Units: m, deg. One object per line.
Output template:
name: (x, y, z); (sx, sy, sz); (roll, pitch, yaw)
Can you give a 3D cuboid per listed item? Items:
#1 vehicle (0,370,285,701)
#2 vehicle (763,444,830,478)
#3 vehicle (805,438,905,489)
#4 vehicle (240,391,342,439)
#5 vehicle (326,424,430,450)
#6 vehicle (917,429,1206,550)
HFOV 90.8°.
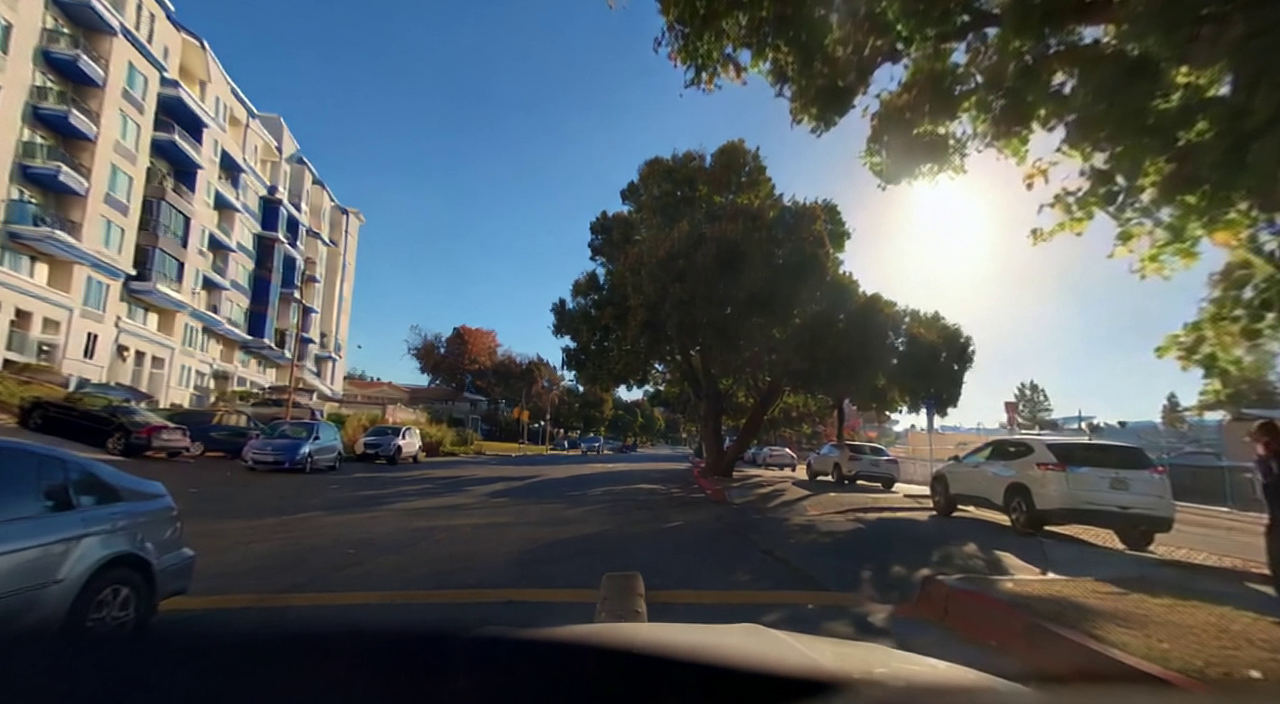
vehicle: (-4.545, 1.034, 3.772); (2.285, 1.712, 5.200); (1, -8, -6)
vehicle: (7.932, 5.555, 32.534); (2.122, 1.554, 4.777); (0, -8, -1)
vehicle: (7.902, 4.119, 23.766); (1.917, 1.704, 4.840); (0, -8, -2)
vehicle: (-18.678, 3.374, 33.804); (4.598, 1.645, 2.019); (9, -5, 20)
vehicle: (-13.595, 4.451, 33.043); (4.603, 1.335, 1.889); (1, -9, -8)
vehicle: (7.500, 2.459, 12.150); (2.181, 1.792, 5.066); (0, -8, 2)
